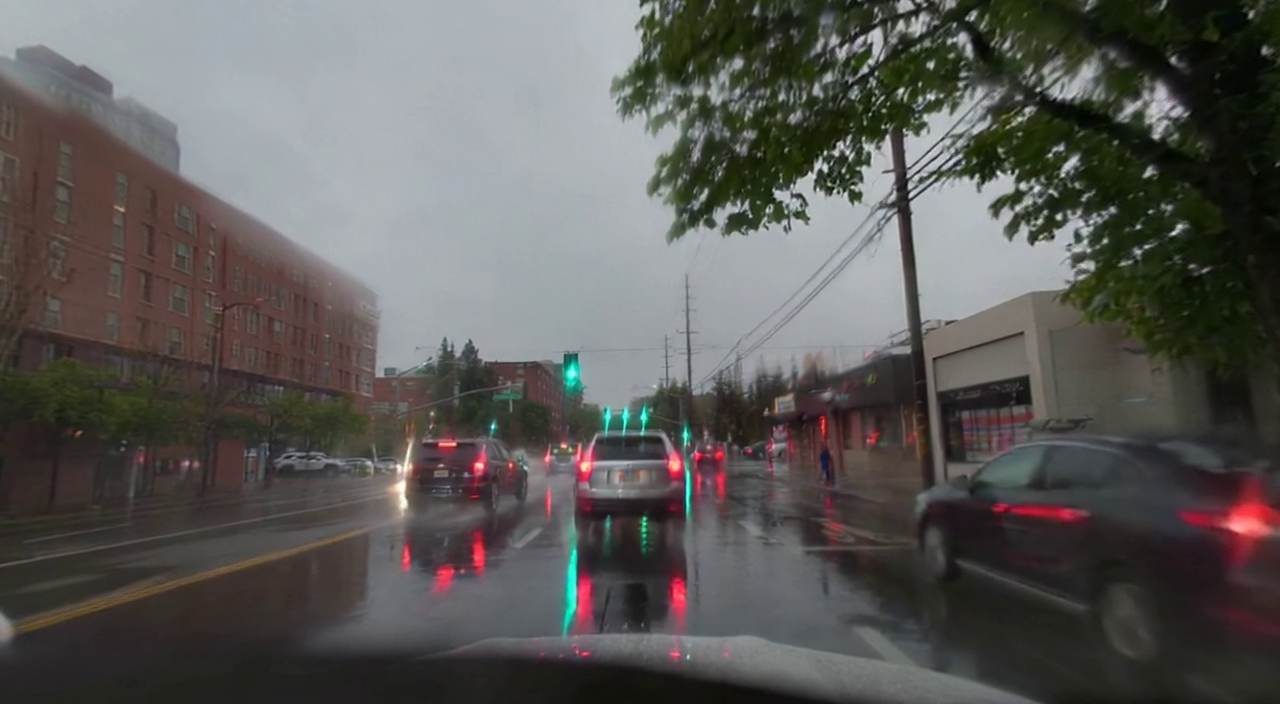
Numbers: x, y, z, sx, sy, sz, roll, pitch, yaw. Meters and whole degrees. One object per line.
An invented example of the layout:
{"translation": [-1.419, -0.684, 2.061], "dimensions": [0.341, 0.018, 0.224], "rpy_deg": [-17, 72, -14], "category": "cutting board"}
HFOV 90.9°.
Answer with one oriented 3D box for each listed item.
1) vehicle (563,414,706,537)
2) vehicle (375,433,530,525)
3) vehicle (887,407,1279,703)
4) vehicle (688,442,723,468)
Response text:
{"translation": [-0.057, 2.079, 11.212], "dimensions": [2.075, 1.770, 4.018], "rpy_deg": [0, -8, 1], "category": "vehicle"}
{"translation": [-3.713, 2.575, 13.398], "dimensions": [1.886, 1.599, 4.247], "rpy_deg": [0, -8, 1], "category": "vehicle"}
{"translation": [3.745, 1.261, 4.676], "dimensions": [1.986, 1.457, 4.566], "rpy_deg": [0, -8, 0], "category": "vehicle"}
{"translation": [4.057, 6.466, 39.703], "dimensions": [1.878, 1.526, 4.736], "rpy_deg": [0, -8, 2], "category": "vehicle"}
